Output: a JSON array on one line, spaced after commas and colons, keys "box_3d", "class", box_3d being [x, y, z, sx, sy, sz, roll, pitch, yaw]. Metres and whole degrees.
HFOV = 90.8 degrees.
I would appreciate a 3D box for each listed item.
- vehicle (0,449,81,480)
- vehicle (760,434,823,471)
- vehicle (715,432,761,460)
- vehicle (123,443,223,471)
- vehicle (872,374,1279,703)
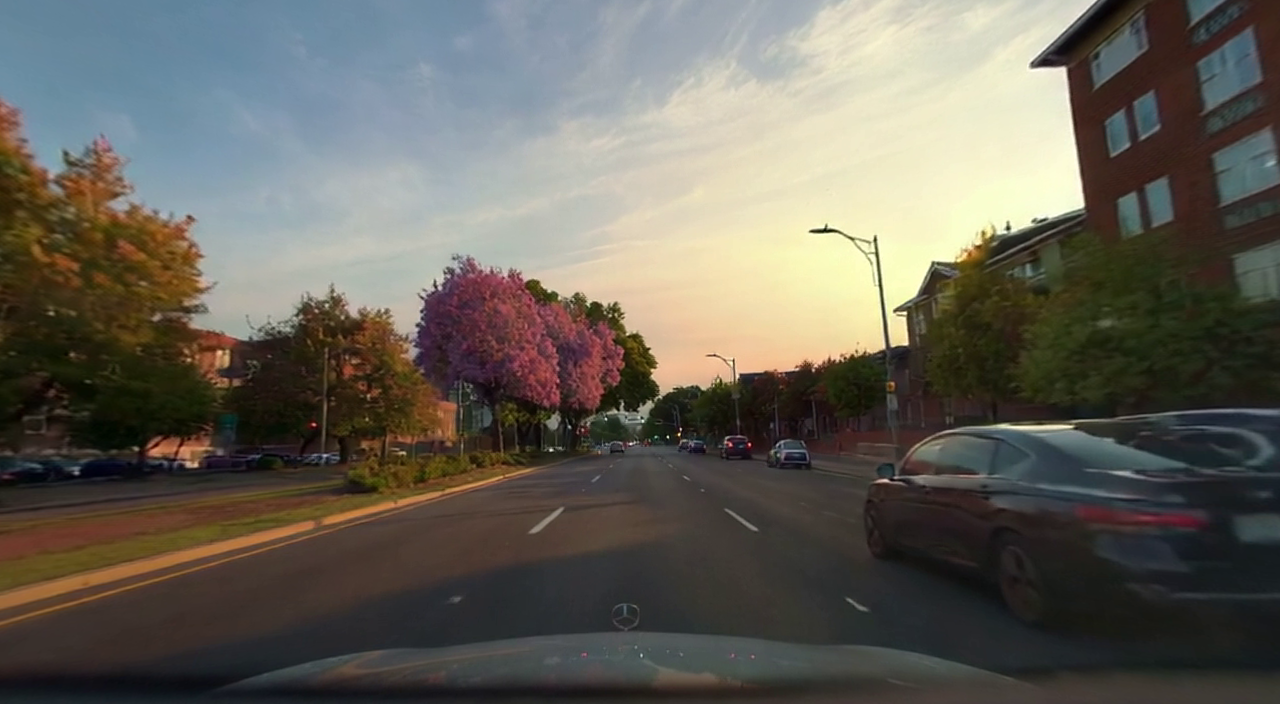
[{"box_3d": [-33.788, 6.153, 34.708, 4.339, 1.608, 1.871, 0, -8, 2], "class": "vehicle"}, {"box_3d": [7.293, 4.879, 30.777, 1.940, 1.647, 4.309, 0, -8, -1], "class": "vehicle"}, {"box_3d": [7.069, 6.879, 46.154, 2.450, 1.892, 5.107, 0, -8, -2], "class": "vehicle"}, {"box_3d": [-33.620, 7.564, 45.599, 5.605, 1.774, 2.197, -3, -9, 3], "class": "vehicle"}, {"box_3d": [3.687, 1.207, 5.174, 1.984, 1.580, 4.413, 0, -8, 2], "class": "vehicle"}]
